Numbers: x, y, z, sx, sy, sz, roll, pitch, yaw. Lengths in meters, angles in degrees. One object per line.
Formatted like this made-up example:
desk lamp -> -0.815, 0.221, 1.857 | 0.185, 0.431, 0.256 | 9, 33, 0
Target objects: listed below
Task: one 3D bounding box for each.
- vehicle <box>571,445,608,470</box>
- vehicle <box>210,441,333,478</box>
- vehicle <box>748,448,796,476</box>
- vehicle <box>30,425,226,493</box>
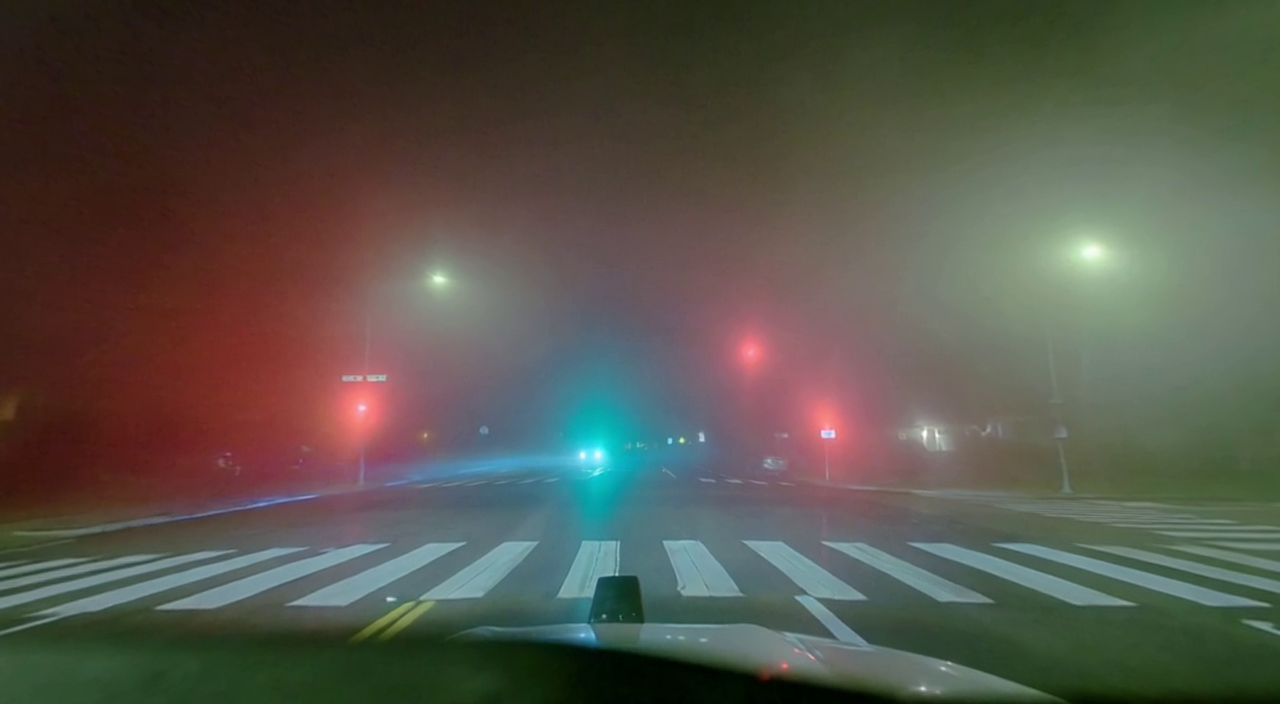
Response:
vehicle -> -3.130, 6.661, 40.054 | 2.014, 1.499, 3.999 | 0, -9, 0
vehicle -> -17.961, 5.251, 30.959 | 4.743, 1.734, 1.994 | 0, -9, -1
vehicle -> 7.993, 6.703, 38.693 | 2.029, 1.554, 4.705 | 0, -9, 1
vehicle -> -17.915, 3.749, 22.337 | 4.800, 2.259, 2.303 | 0, -9, -1
